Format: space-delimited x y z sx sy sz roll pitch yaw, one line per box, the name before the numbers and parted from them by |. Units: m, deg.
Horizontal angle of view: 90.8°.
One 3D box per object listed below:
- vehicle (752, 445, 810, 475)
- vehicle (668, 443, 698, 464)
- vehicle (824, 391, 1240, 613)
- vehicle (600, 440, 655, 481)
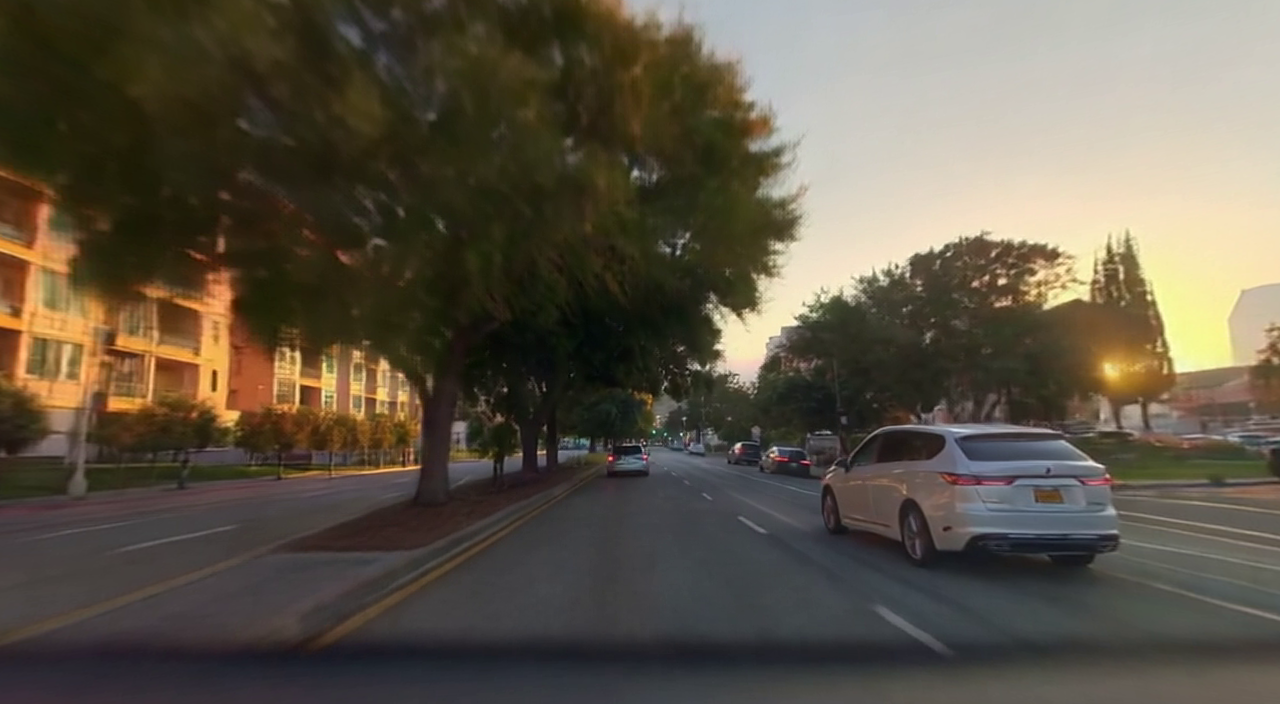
vehicle | 7.504 5.778 34.125 1.962 1.484 4.644 0 -9 -2
vehicle | 3.263 7.810 48.713 1.910 1.474 4.003 0 -9 -2
vehicle | 3.669 1.470 7.022 1.949 1.723 4.020 0 -9 -1
vehicle | -0.440 4.247 24.911 2.006 1.487 3.535 0 -9 1
